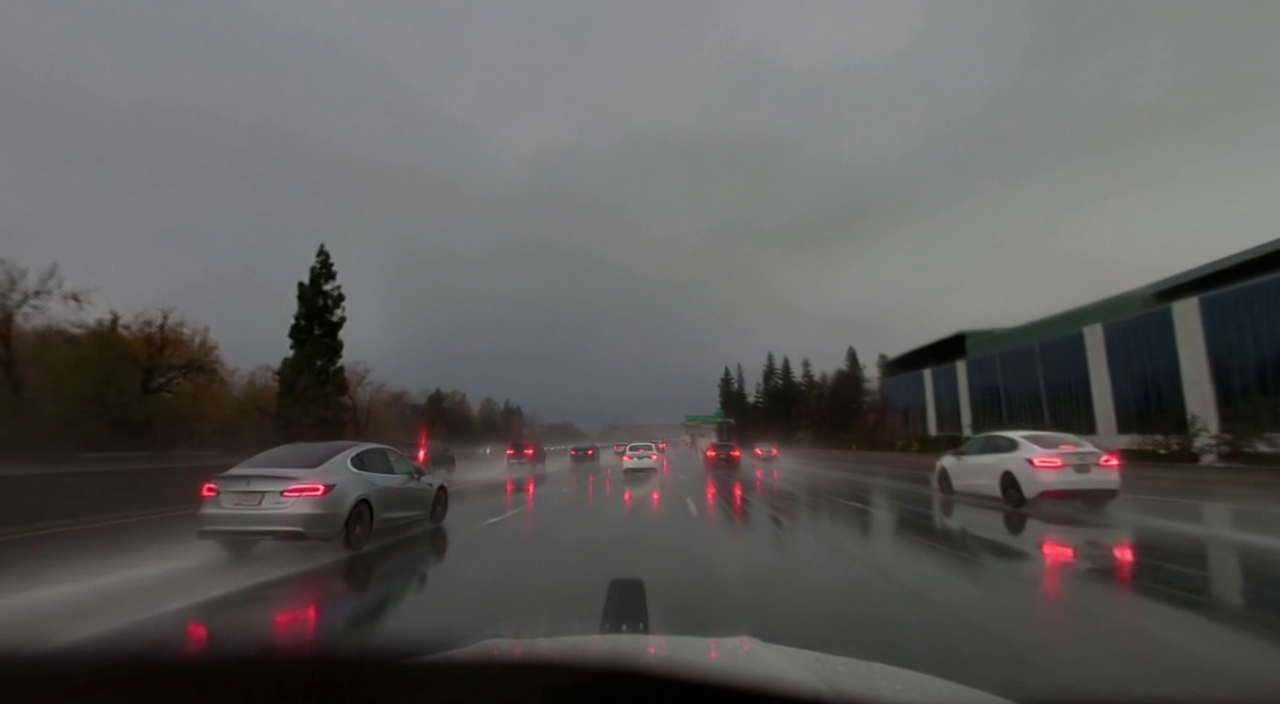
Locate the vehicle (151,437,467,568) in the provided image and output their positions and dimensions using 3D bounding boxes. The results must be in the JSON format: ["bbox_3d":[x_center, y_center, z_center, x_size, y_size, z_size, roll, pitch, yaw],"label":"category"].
[{"bbox_3d":[-4.475,2.076,9.638,2.116,1.473,4.644,-1,-8,3],"label":"vehicle"}]

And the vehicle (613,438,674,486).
[{"bbox_3d":[0.222,4.111,23.958,2.102,1.624,4.257,-1,-8,3],"label":"vehicle"}]

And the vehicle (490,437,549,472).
[{"bbox_3d":[-6.970,6.002,37.179,2.187,1.851,5.085,-1,-8,3],"label":"vehicle"}]

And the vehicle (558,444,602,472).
[{"bbox_3d":[-3.370,6.013,36.115,1.886,1.455,4.148,-1,-8,3],"label":"vehicle"}]

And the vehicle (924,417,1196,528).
[{"bbox_3d":[7.742,2.261,12.469,1.960,1.726,5.016,0,-8,1],"label":"vehicle"}]

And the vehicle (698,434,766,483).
[{"bbox_3d":[3.491,4.119,24.674,2.114,1.715,4.136,-1,-8,1],"label":"vehicle"}]

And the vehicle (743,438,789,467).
[{"bbox_3d":[8.046,6.440,40.620,2.071,1.754,4.484,-1,-8,1],"label":"vehicle"}]
